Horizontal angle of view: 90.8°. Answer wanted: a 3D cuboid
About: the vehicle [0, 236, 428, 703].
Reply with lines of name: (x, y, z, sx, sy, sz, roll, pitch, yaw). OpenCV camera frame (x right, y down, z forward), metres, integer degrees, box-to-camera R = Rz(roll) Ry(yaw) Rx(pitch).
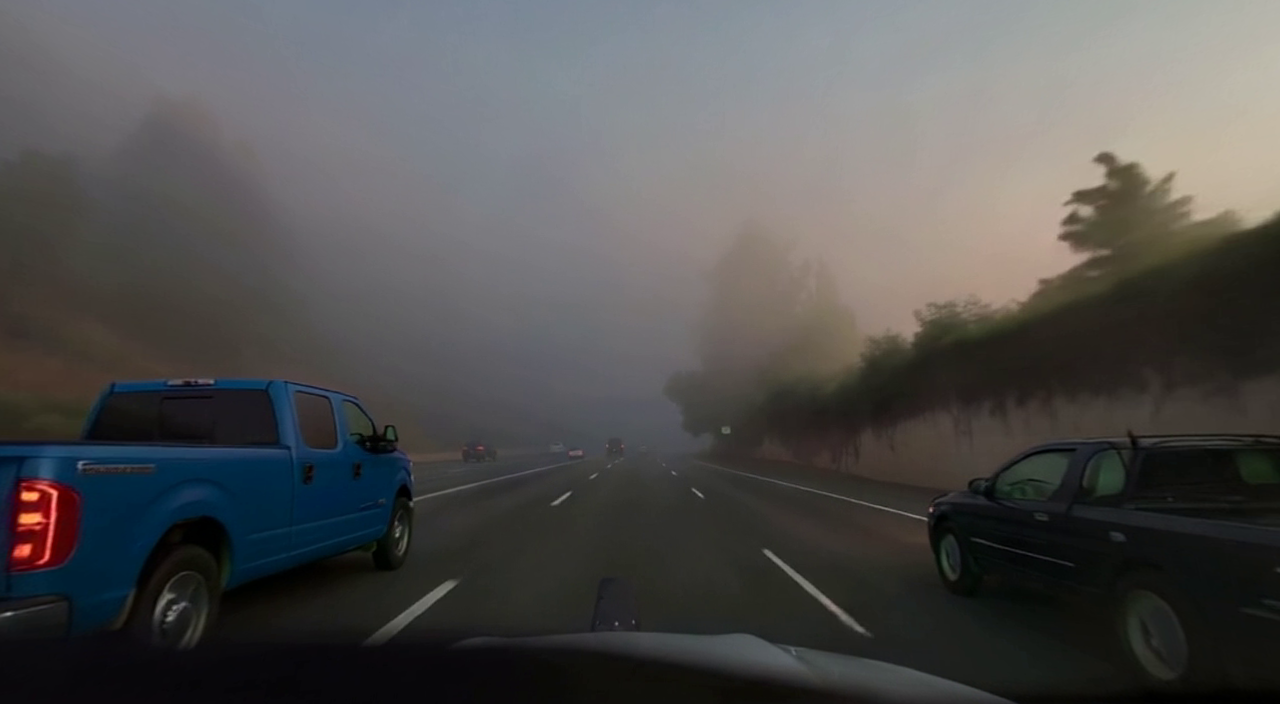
vehicle: (-3.600, 0.859, 3.816, 2.483, 2.100, 6.208, 0, -9, 0)

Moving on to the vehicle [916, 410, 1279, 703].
vehicle: (3.906, 1.220, 4.098, 2.047, 1.524, 4.619, 0, -9, -1)

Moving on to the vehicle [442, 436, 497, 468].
vehicle: (-10.790, 6.359, 40.343, 2.012, 1.875, 4.895, 0, -9, 1)
